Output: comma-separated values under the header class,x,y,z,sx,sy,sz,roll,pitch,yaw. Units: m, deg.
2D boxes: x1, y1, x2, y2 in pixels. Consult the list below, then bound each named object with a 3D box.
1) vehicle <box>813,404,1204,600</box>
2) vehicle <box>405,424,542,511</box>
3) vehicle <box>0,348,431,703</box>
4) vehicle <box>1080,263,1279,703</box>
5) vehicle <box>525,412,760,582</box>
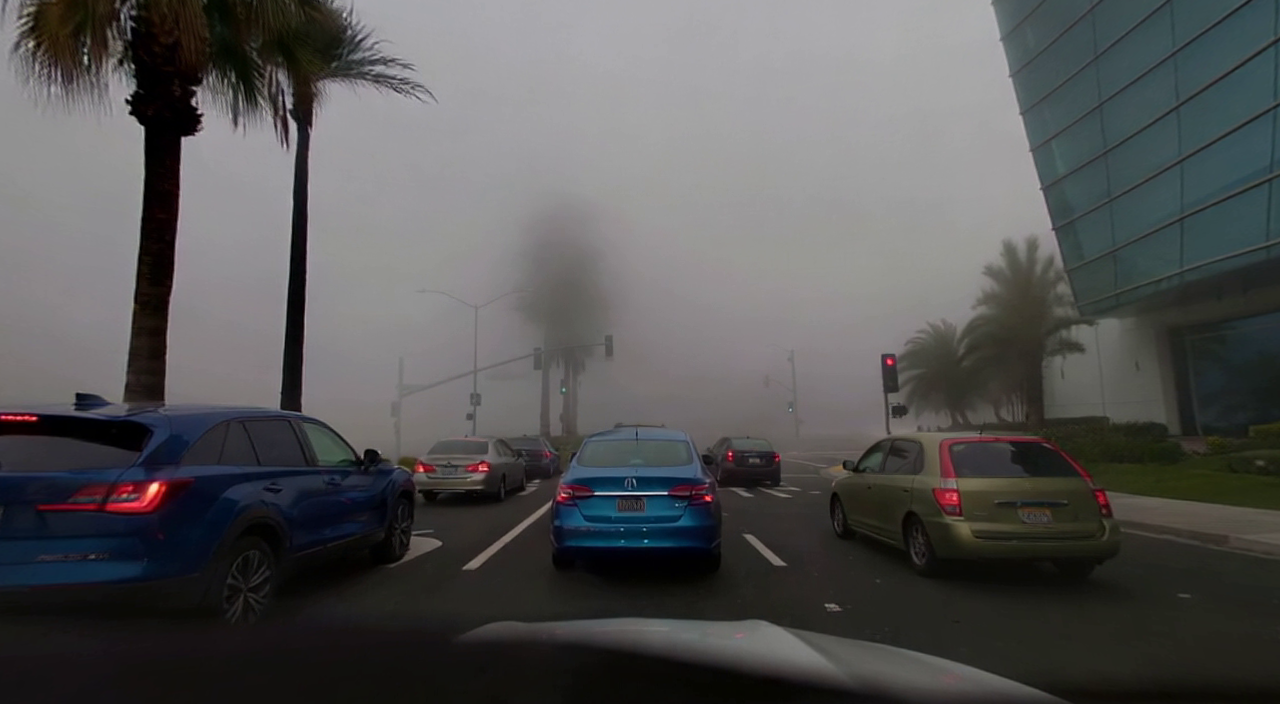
class,x,y,z,sx,sy,sz,roll,pitch,yaw
vehicle,3.838,1.634,7.776,2.064,1.696,4.431,0,-8,-1
vehicle,-3.465,2.470,13.895,1.917,1.631,3.768,0,-8,1
vehicle,-3.547,1.178,5.405,2.014,1.775,4.404,0,-8,-1
vehicle,2.982,0.443,0.362,2.117,1.879,4.715,0,-8,2
vehicle,-0.036,1.691,8.180,2.219,1.586,4.321,0,-8,-2
